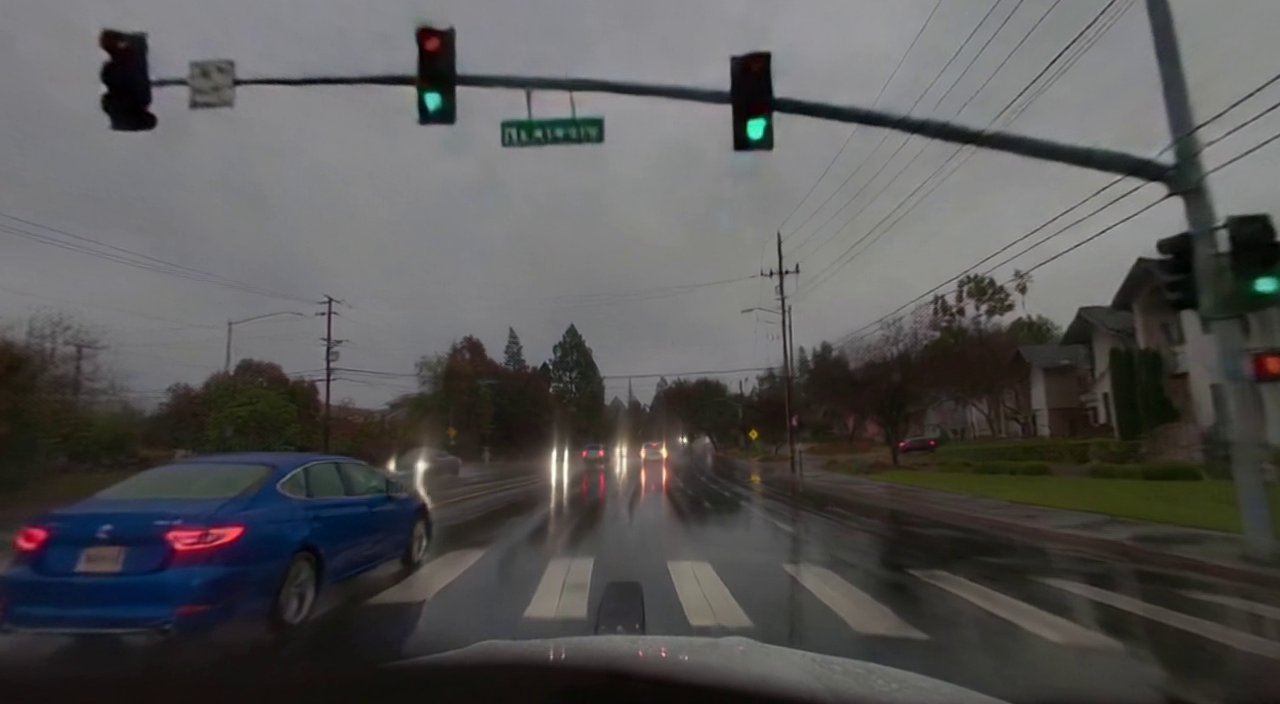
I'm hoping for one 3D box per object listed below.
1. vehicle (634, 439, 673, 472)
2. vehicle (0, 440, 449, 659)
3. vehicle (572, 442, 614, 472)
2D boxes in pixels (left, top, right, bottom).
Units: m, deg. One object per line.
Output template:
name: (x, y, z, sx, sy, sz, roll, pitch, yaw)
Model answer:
vehicle: (0.900, 6.275, 38.533, 2.155, 1.836, 4.250, 0, -9, 4)
vehicle: (-3.609, 1.633, 6.422, 1.901, 1.409, 4.442, 0, -9, 1)
vehicle: (-2.771, 6.293, 38.183, 1.899, 1.685, 4.121, 0, -9, 4)
